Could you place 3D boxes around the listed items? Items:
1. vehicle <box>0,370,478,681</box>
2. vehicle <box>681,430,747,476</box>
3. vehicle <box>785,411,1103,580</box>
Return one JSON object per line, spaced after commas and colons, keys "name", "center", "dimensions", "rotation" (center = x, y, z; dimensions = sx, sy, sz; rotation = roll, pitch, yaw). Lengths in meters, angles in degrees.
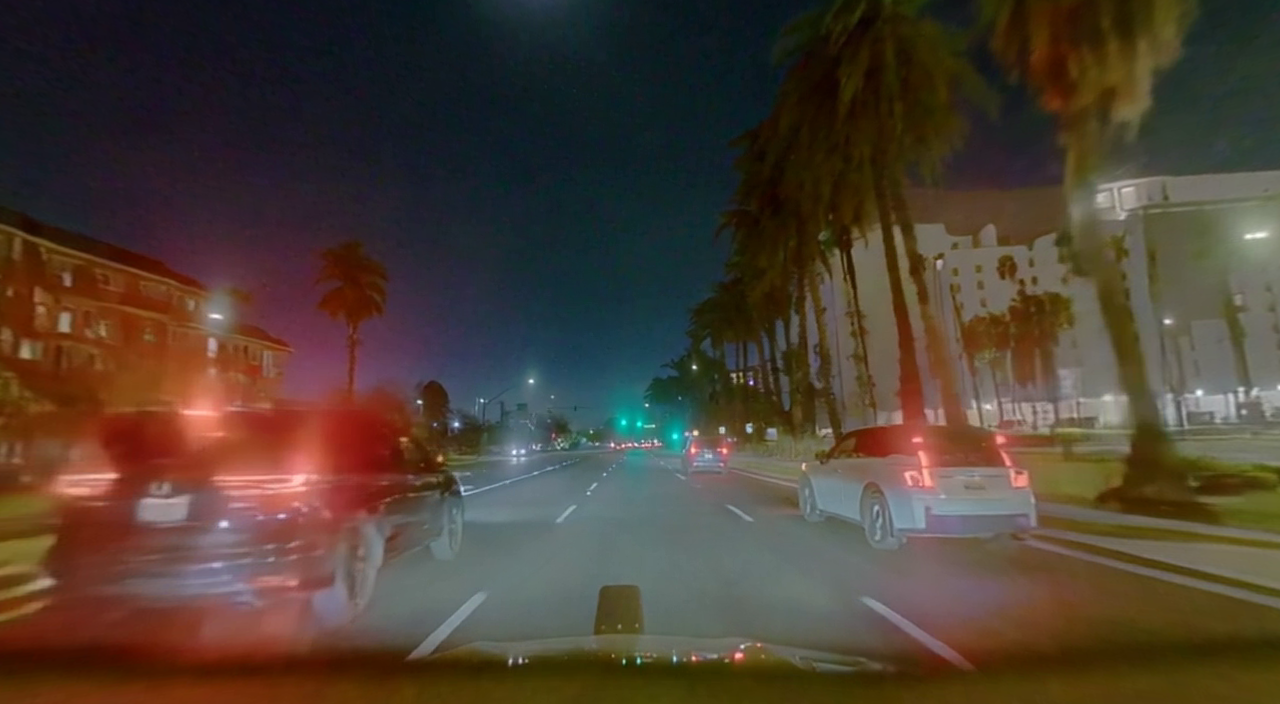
{"name": "vehicle", "center": [-3.166, 1.300, 5.863], "dimensions": [2.084, 1.735, 4.528], "rotation": [0, -8, 0]}
{"name": "vehicle", "center": [3.203, 4.530, 28.358], "dimensions": [2.244, 1.901, 4.561], "rotation": [0, -8, -2]}
{"name": "vehicle", "center": [3.547, 1.749, 8.466], "dimensions": [2.084, 1.682, 4.148], "rotation": [0, -8, -2]}
